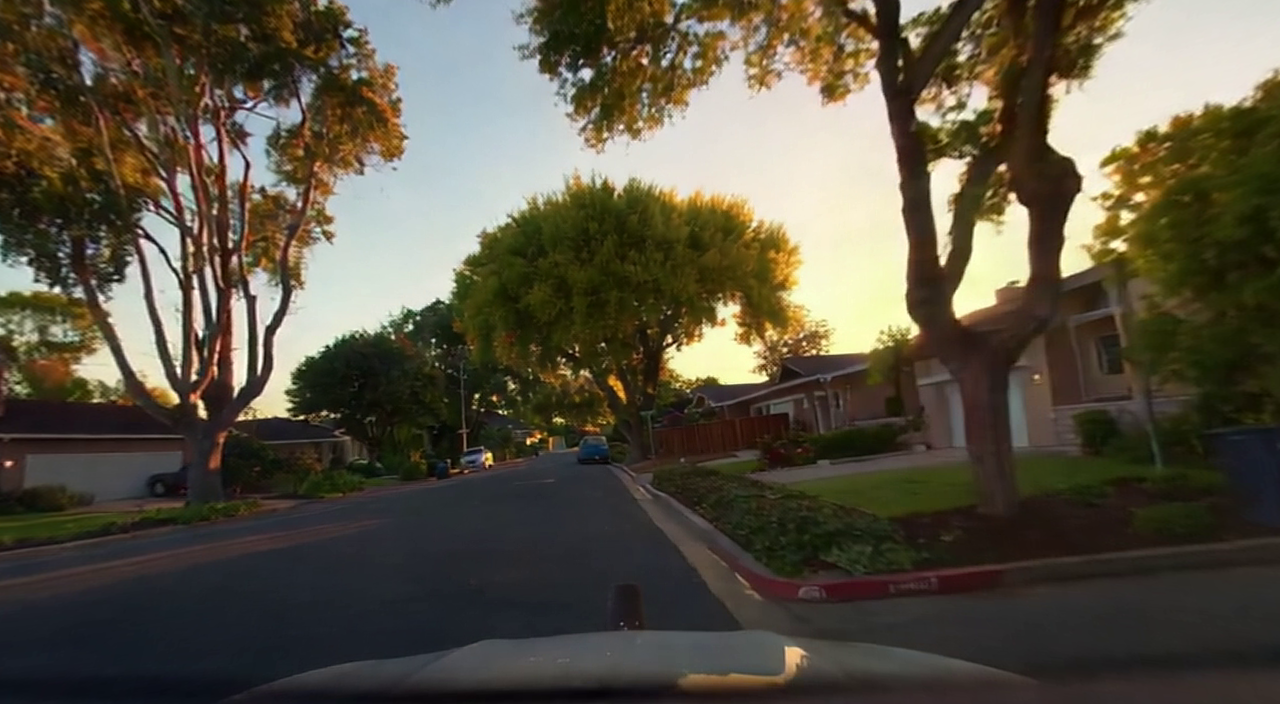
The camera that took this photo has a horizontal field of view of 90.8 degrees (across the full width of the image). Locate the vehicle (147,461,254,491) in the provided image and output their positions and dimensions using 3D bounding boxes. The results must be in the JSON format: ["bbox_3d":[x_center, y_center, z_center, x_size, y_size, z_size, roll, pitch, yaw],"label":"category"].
[{"bbox_3d":[-24.082,6.787,34.760,4.404,1.495,1.844,0,-8,-3],"label":"vehicle"}]

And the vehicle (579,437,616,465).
[{"bbox_3d":[-2.572,5.900,37.514,2.005,1.553,3.984,1,-9,-6],"label":"vehicle"}]

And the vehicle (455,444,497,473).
[{"bbox_3d":[-12.009,7.805,46.628,2.208,1.834,4.675,-3,-8,-5],"label":"vehicle"}]
